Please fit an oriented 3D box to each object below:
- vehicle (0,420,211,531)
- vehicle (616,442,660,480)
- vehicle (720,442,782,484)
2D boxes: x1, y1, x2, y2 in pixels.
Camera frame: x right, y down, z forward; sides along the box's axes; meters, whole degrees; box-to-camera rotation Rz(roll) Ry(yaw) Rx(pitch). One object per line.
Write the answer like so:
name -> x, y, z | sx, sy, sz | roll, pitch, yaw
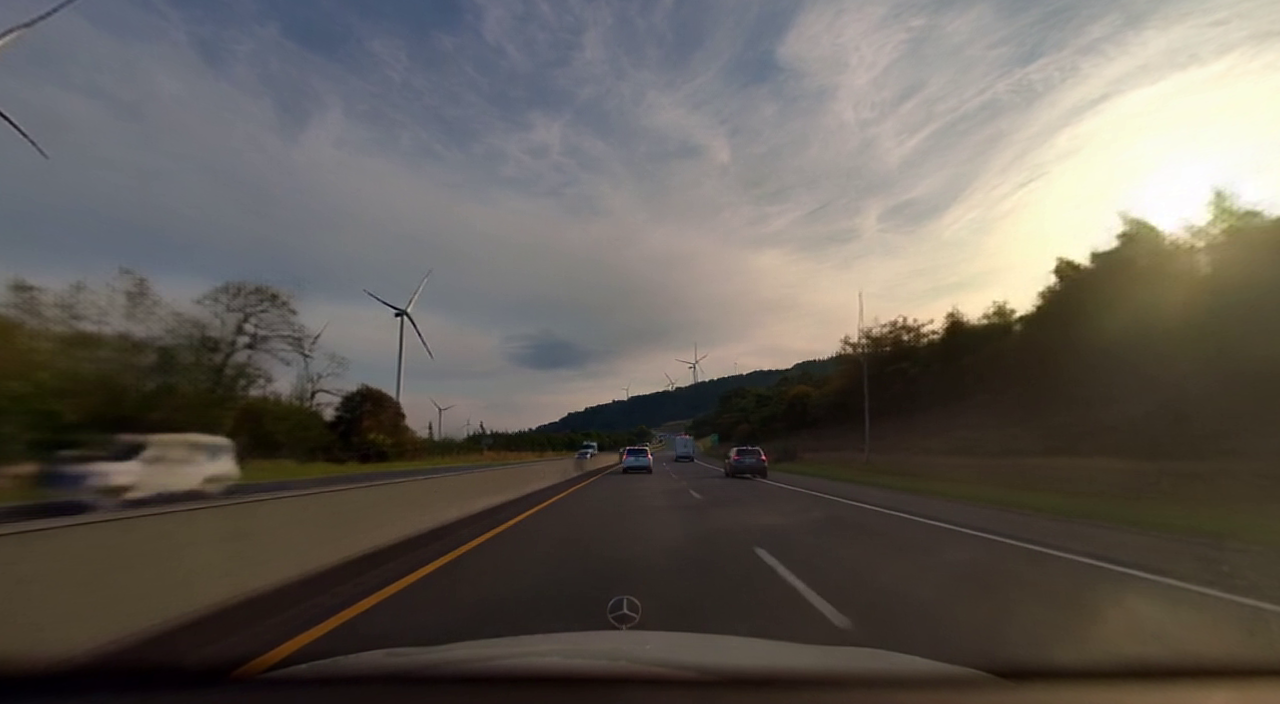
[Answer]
vehicle -> -12.836, 2.762, 14.596 | 2.083, 2.091, 5.097 | -1, -9, 1
vehicle -> -0.078, 5.334, 31.056 | 2.038, 1.723, 4.150 | 0, -9, 1
vehicle -> 4.872, 4.955, 28.373 | 2.040, 1.721, 4.507 | 0, -9, 1
